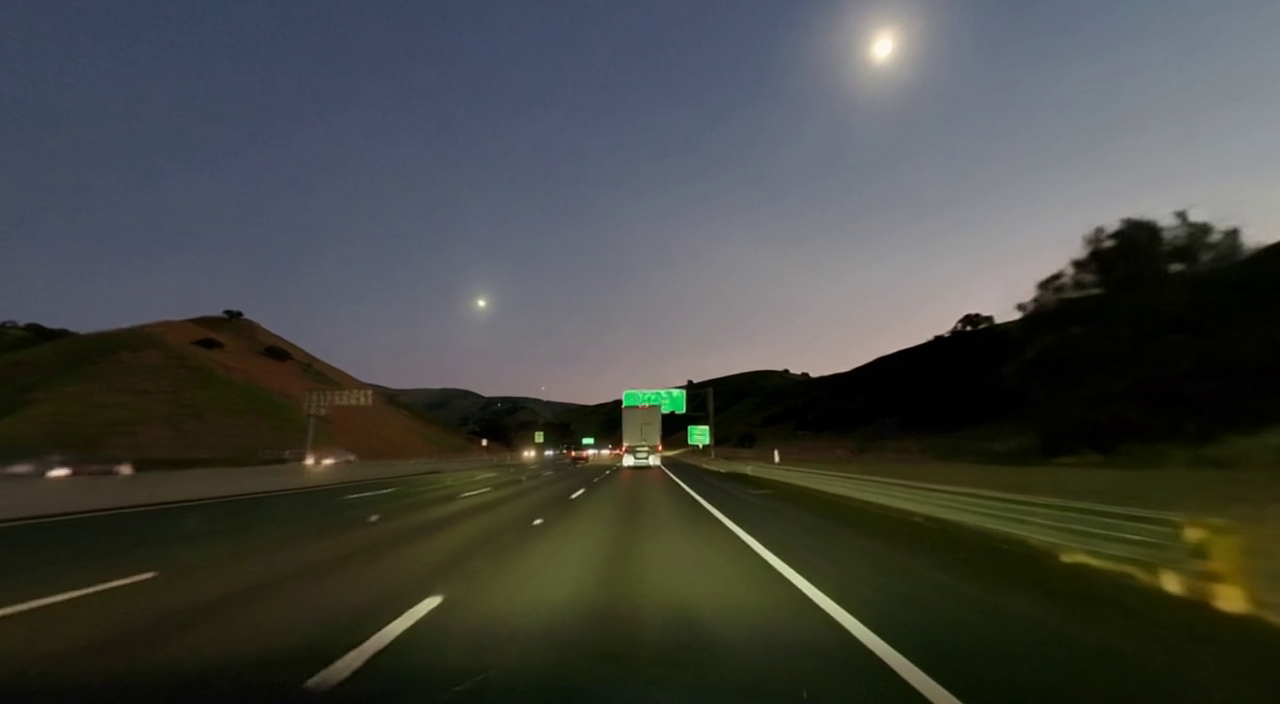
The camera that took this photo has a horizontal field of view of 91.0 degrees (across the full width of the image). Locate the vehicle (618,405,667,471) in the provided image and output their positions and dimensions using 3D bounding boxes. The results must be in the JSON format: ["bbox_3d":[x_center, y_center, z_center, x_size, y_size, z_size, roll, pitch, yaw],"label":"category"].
[{"bbox_3d":[0.270,6.273,45.432,3.039,4.131,11.822,0,-9,1],"label":"vehicle"}]

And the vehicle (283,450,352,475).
[{"bbox_3d":[-21.651,7.426,42.496,2.047,1.574,4.700,0,-9,1],"label":"vehicle"}]

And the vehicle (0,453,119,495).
[{"bbox_3d":[-25.249,5.136,26.935,1.907,1.556,4.619,0,-9,1],"label":"vehicle"}]
